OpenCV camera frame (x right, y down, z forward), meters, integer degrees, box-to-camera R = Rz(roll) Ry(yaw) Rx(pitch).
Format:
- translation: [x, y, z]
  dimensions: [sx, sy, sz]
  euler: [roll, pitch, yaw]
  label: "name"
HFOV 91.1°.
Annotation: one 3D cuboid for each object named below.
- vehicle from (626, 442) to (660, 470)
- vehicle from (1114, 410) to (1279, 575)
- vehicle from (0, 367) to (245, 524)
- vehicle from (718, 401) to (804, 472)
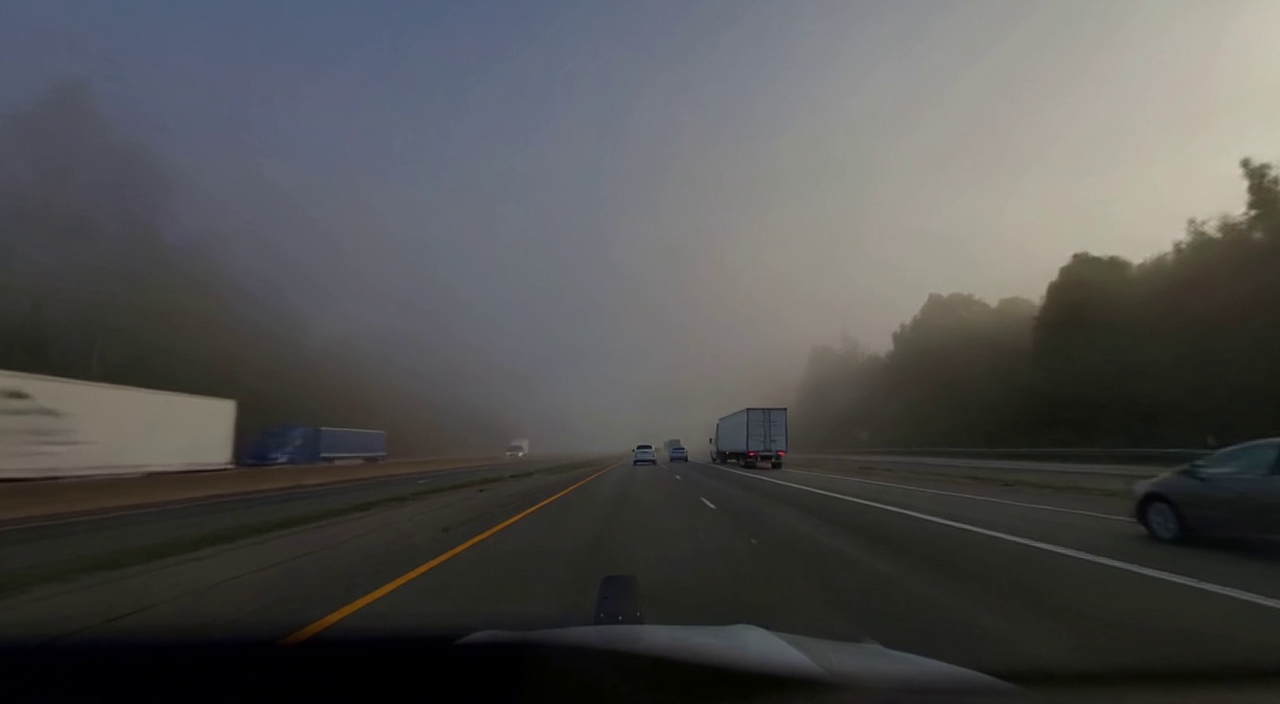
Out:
- translation: [0.178, 6.880, 41.802]
  dimensions: [2.114, 1.706, 4.106]
  euler: [0, -9, 0]
  label: "vehicle"
- translation: [7.430, 1.363, 6.031]
  dimensions: [2.011, 1.638, 4.737]
  euler: [0, -9, -1]
  label: "vehicle"
- translation: [-16.977, 3.034, 20.422]
  dimensions: [2.811, 4.030, 8.188]
  euler: [0, -9, 0]
  label: "vehicle"
- translation: [7.874, 5.933, 43.450]
  dimensions: [3.044, 4.073, 14.016]
  euler: [0, -9, 0]
  label: "vehicle"
